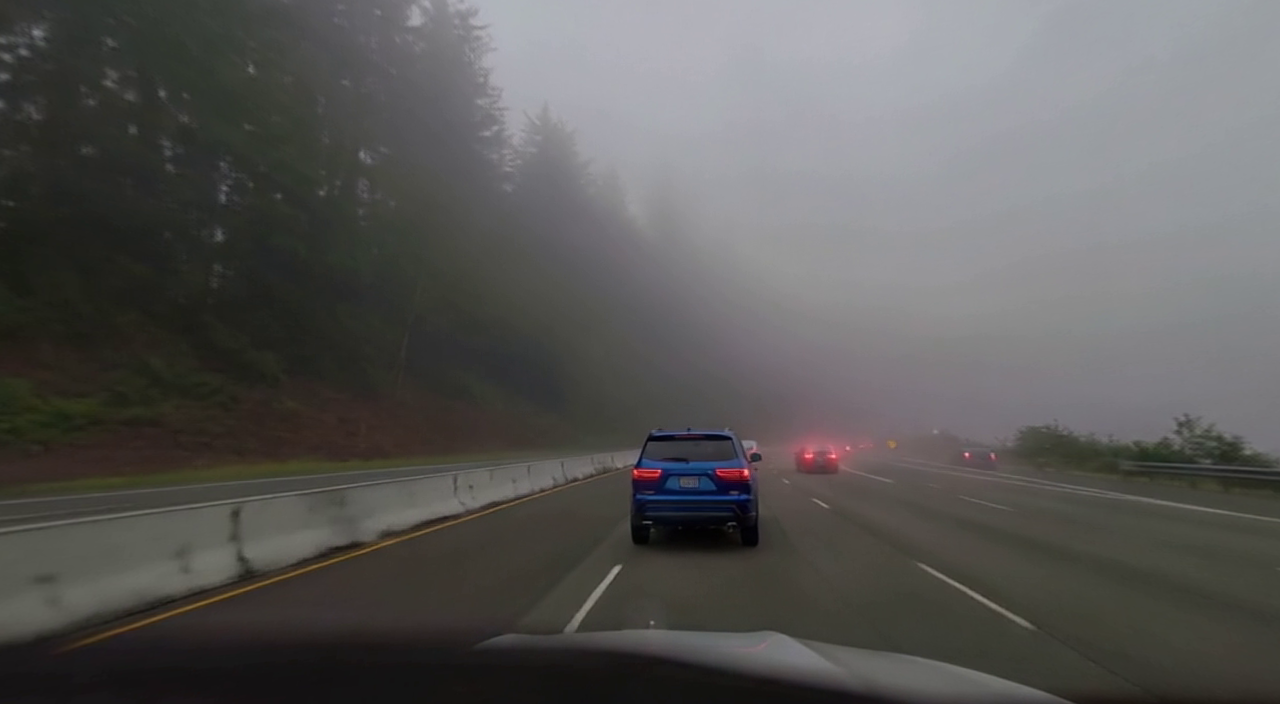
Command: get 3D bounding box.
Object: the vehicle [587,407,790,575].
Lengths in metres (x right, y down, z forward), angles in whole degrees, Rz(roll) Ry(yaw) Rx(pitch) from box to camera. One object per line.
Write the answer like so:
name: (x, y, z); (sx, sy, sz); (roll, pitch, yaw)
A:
vehicle: (0.715, 1.682, 8.393); (2.021, 1.635, 4.085); (-1, -8, 7)

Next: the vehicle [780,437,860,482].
vehicle: (6.456, 3.883, 23.100); (1.962, 1.442, 4.536); (-1, -8, 5)

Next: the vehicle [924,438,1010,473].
vehicle: (14.917, 4.724, 29.046); (1.990, 1.478, 4.475); (-1, -8, 7)
